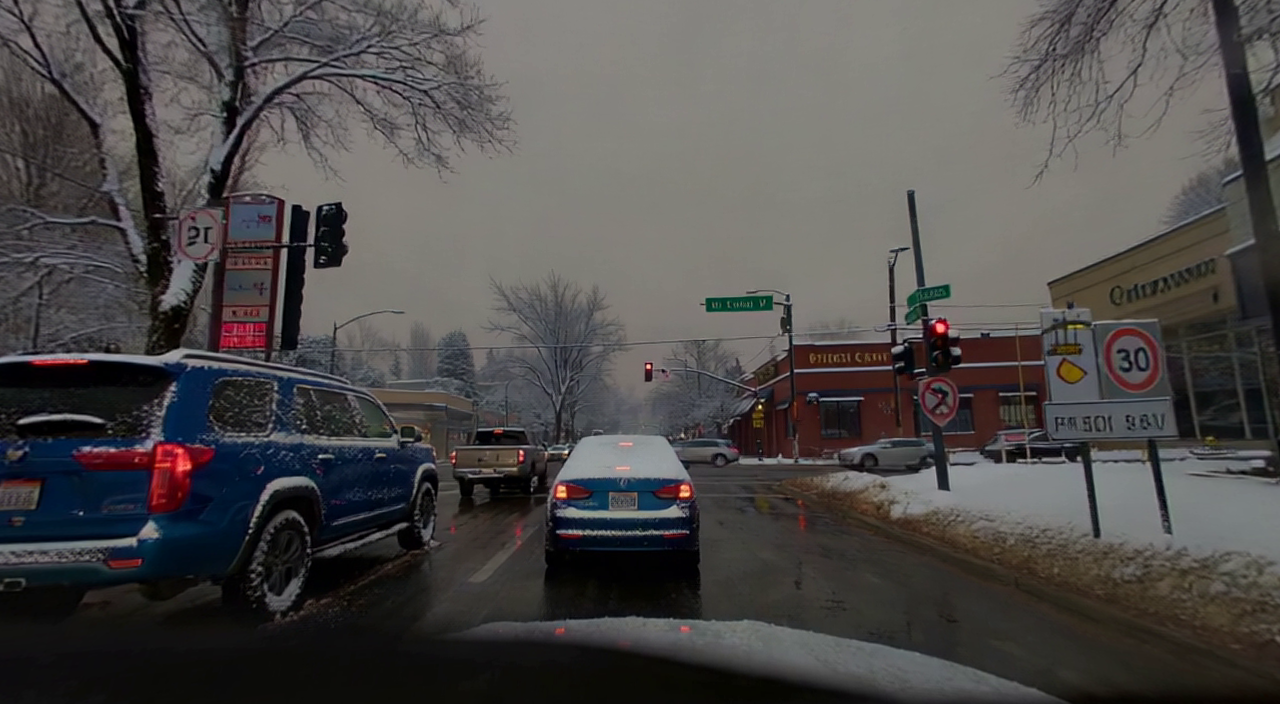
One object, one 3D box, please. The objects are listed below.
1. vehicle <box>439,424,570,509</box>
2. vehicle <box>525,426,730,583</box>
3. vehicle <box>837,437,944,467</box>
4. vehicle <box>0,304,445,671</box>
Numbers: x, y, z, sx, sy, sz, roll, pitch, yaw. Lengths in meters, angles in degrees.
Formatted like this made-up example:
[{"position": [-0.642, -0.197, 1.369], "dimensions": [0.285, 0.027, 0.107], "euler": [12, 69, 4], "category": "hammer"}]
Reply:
[{"position": [-2.928, 2.595, 14.602], "dimensions": [2.047, 1.664, 4.148], "euler": [0, -8, 1], "category": "vehicle"}, {"position": [-0.158, 1.776, 8.165], "dimensions": [1.966, 1.481, 4.146], "euler": [0, -8, -1], "category": "vehicle"}, {"position": [12.968, 5.219, 32.728], "dimensions": [4.809, 1.476, 1.845], "euler": [-1, -9, 4], "category": "vehicle"}, {"position": [-3.815, 1.128, 6.204], "dimensions": [2.152, 2.118, 5.066], "euler": [0, -8, 0], "category": "vehicle"}]
